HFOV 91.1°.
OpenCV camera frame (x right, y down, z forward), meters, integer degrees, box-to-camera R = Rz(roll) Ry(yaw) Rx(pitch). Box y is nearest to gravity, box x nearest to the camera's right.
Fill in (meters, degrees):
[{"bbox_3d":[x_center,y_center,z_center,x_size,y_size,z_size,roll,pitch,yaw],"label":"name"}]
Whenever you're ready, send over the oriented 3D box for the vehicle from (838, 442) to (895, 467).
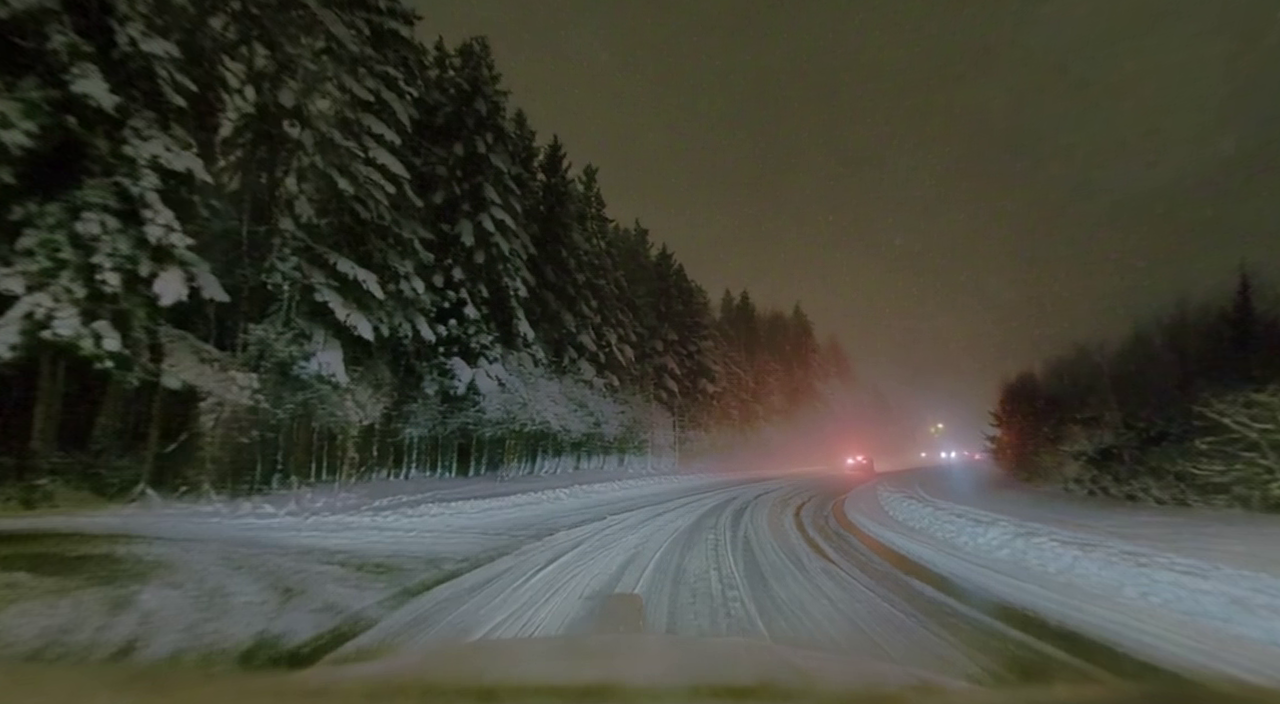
[{"bbox_3d":[17.081,7.698,47.227,4.257,1.789,1.988,7,-10,-37],"label":"vehicle"}]
